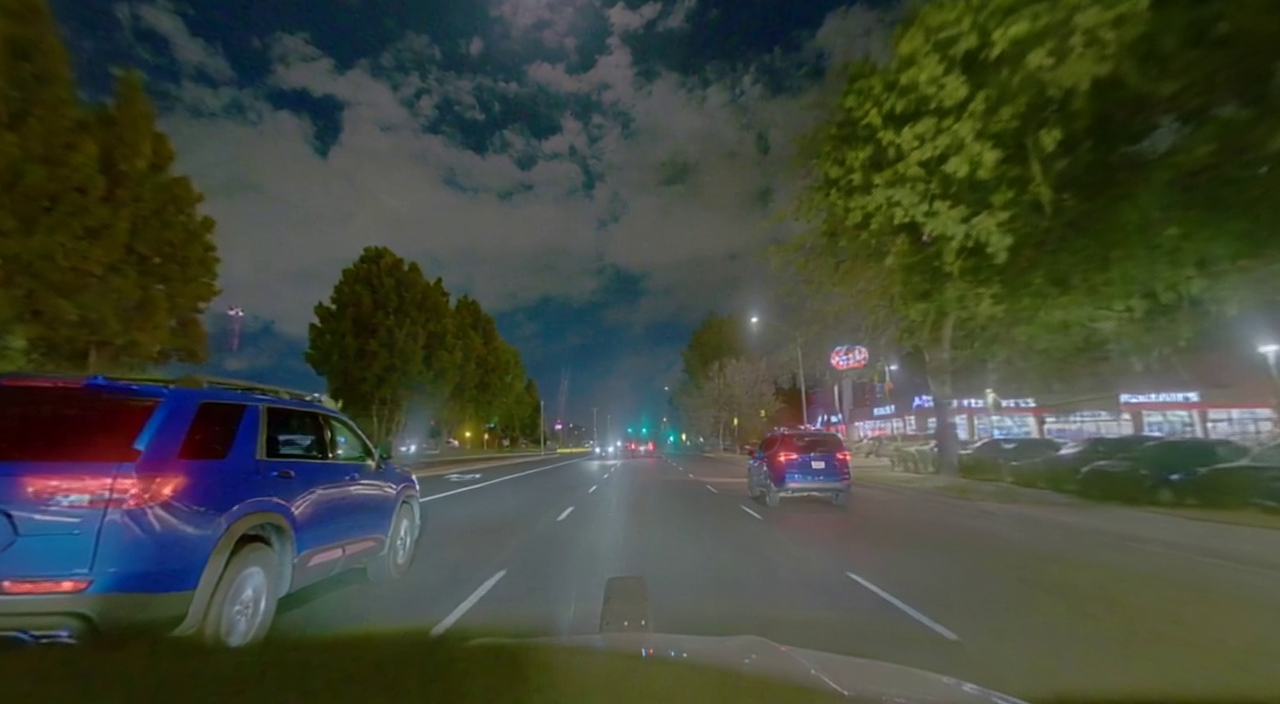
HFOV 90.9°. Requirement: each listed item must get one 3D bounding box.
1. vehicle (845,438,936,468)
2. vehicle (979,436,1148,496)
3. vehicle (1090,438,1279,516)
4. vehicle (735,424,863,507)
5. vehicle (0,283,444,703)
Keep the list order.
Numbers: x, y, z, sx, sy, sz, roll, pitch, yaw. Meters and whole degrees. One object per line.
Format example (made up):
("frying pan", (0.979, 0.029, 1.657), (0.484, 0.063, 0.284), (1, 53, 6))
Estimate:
("vehicle", (15.146, 6.110, 38.255), (4.647, 1.725, 1.991), (0, -8, 1))
("vehicle", (13.351, 3.597, 20.406), (1.880, 1.671, 5.180), (0, -8, 0))
("vehicle", (13.350, 2.839, 14.987), (1.845, 1.497, 4.709), (-2, -8, 1))
("vehicle", (3.823, 2.819, 16.079), (2.024, 1.773, 4.431), (1, -8, -1))
("vehicle", (-3.399, 1.009, 4.881), (2.210, 1.925, 4.838), (0, -8, 0))
